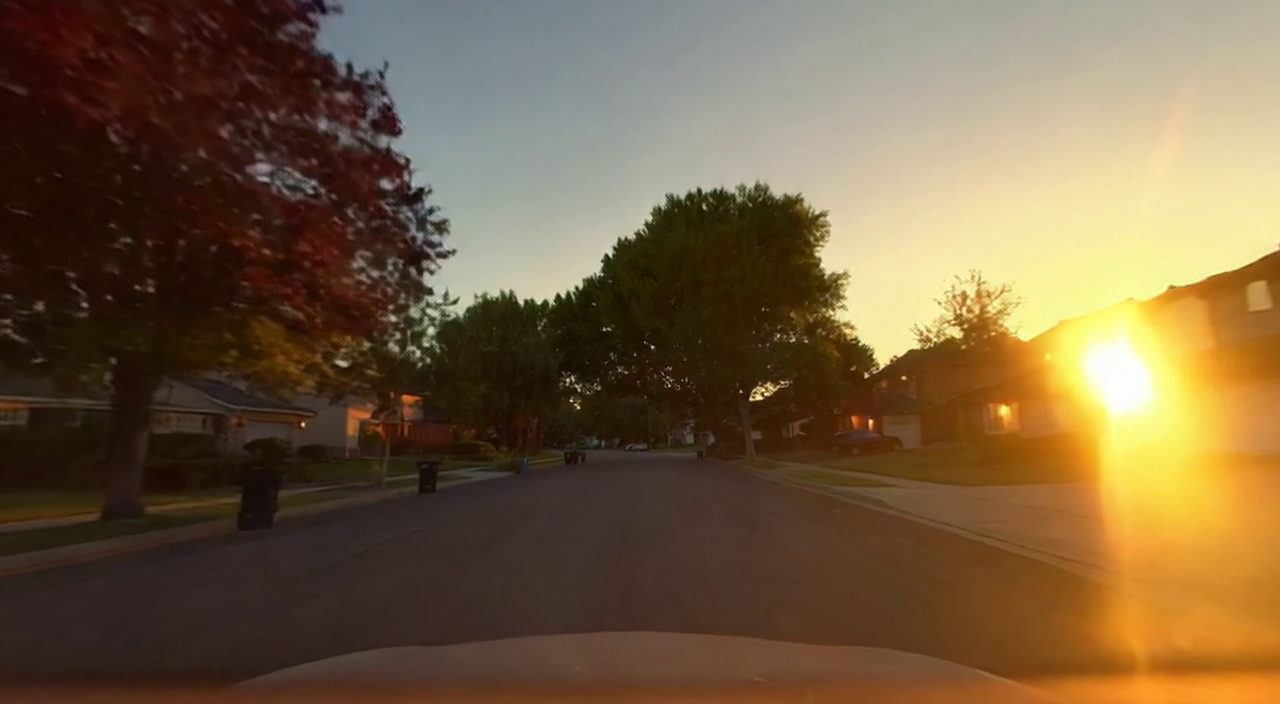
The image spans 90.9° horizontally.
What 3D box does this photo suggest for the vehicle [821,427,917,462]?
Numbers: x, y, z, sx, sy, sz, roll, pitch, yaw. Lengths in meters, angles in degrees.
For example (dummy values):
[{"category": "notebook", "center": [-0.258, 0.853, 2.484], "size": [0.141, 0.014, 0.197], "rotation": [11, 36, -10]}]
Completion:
[{"category": "vehicle", "center": [12.862, 5.208, 35.529], "size": [4.581, 1.853, 2.024], "rotation": [2, -8, -7]}]
